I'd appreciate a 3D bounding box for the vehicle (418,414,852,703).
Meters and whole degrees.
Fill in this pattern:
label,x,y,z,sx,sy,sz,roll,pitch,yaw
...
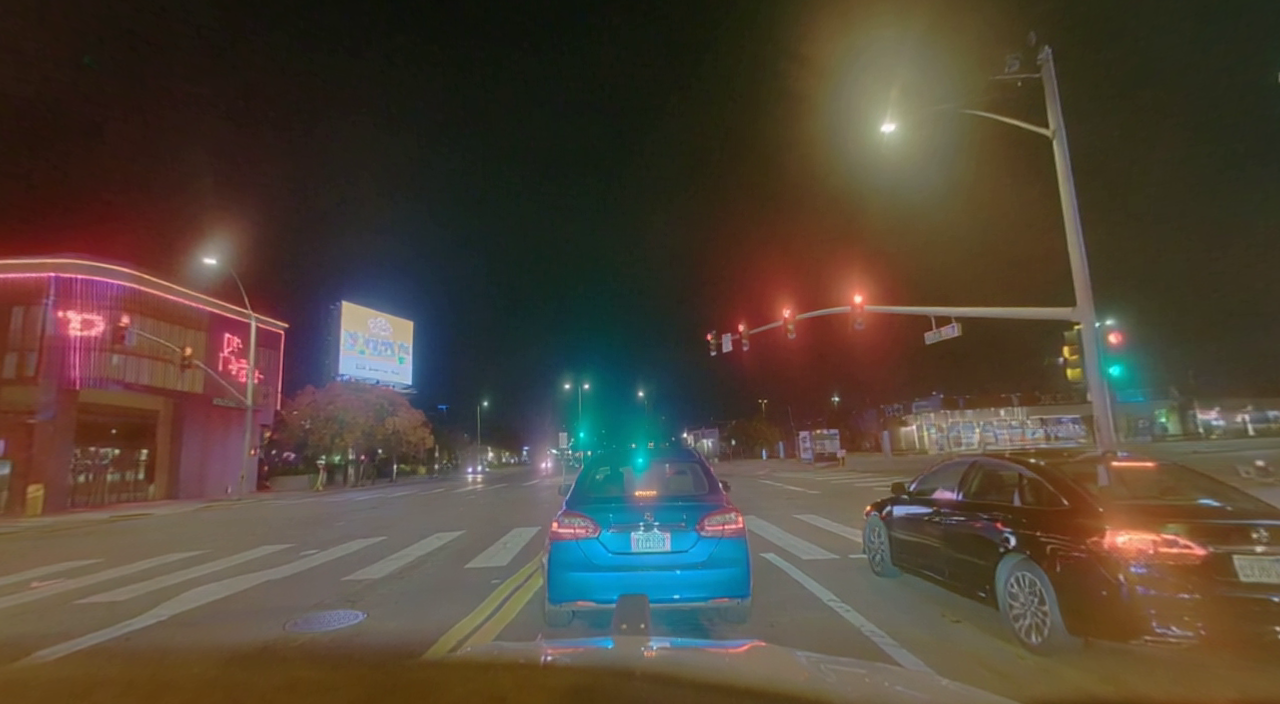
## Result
label,x,y,z,sx,sy,sz,roll,pitch,yaw
vehicle,-0.059,1.349,5.153,2.094,1.481,4.078,0,-8,-1

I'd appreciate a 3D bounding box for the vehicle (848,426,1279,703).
label,x,y,z,sx,sy,sz,roll,pitch,yaw
vehicle,3.348,1.376,5.083,1.860,1.430,4.089,0,-8,-1
